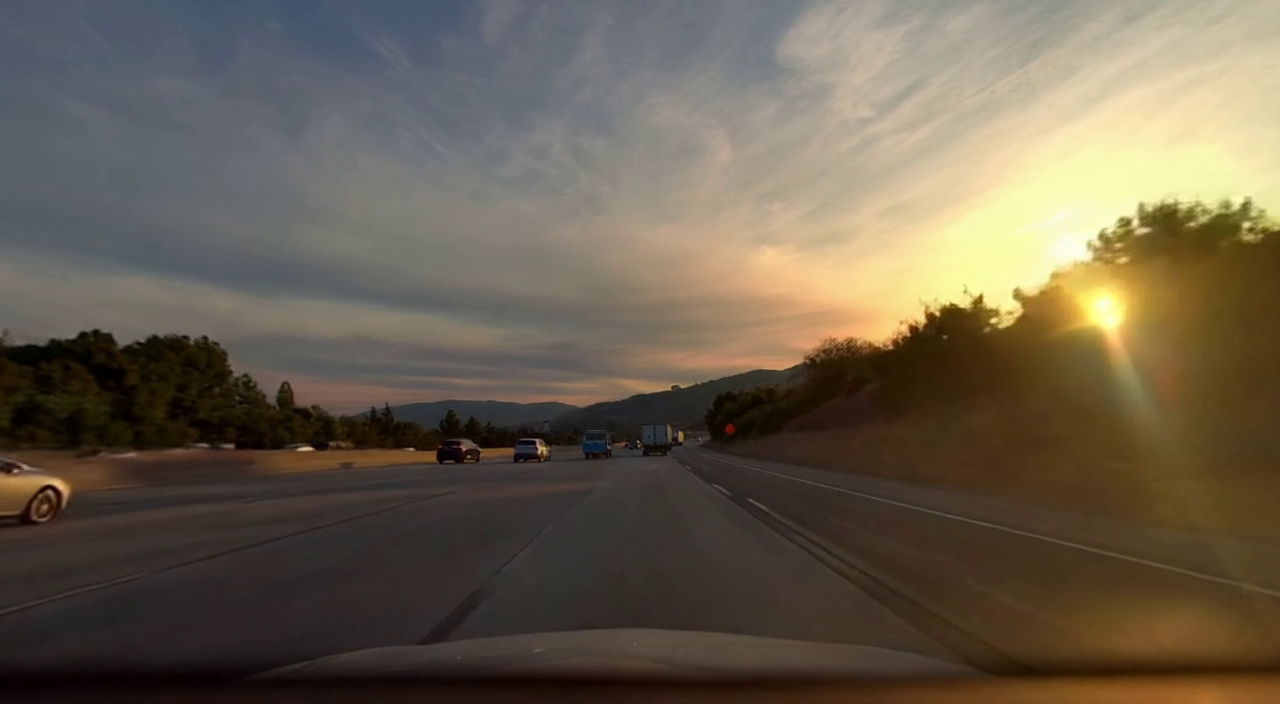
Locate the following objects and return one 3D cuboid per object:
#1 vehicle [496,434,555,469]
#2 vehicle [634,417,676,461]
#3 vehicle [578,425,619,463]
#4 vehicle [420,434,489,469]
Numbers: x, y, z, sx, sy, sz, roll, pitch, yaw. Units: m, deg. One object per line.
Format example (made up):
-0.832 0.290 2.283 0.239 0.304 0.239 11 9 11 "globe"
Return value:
-6.442 5.662 36.131 2.206 1.838 4.889 0 -8 3 "vehicle"
1.077 6.226 45.239 2.768 2.854 6.757 0 -8 1 "vehicle"
-2.812 6.484 44.422 2.328 2.519 5.238 0 -8 3 "vehicle"
-10.195 5.535 35.252 2.080 1.777 5.450 0 -8 1 "vehicle"
